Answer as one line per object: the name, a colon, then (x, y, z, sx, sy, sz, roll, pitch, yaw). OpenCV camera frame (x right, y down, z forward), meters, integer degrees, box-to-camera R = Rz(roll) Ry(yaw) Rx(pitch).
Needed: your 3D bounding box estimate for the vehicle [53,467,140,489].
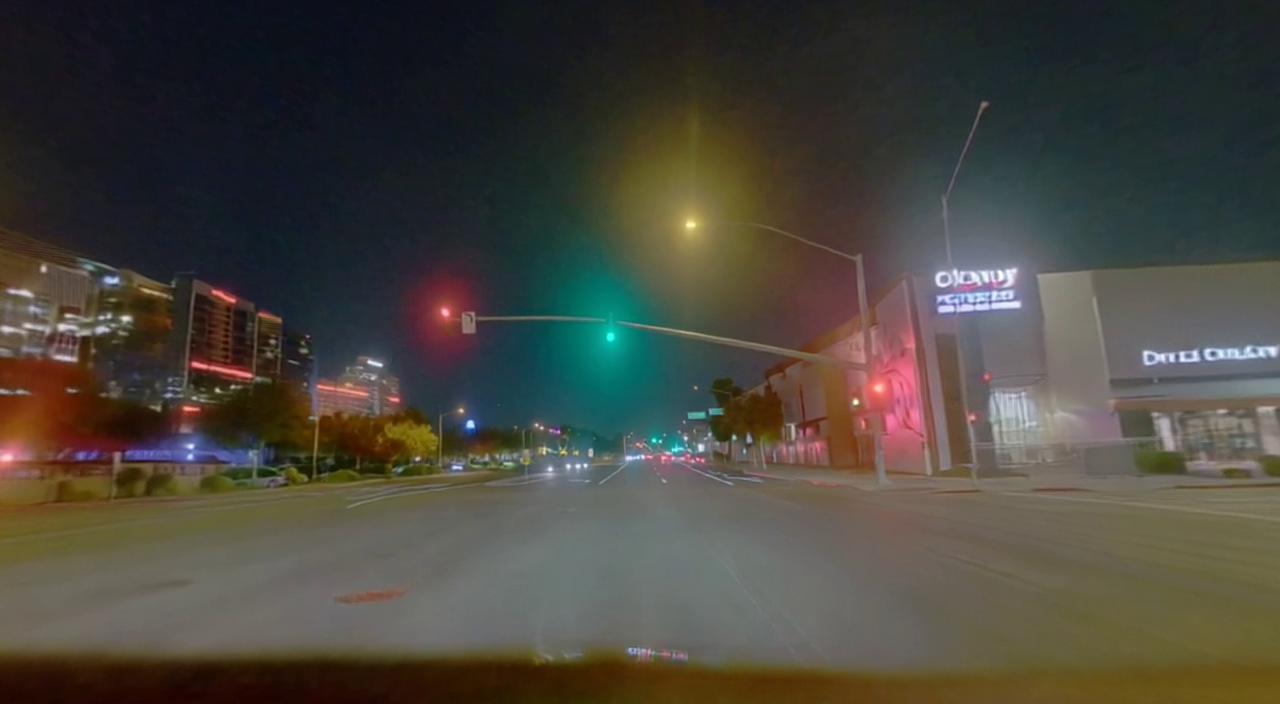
vehicle: (-41.506, 9.622, 48.312, 4.710, 1.453, 1.928, 0, -8, -2)

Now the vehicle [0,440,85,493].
vehicle: (-41.018, 7.402, 40.995, 7.220, 3.287, 2.764, 0, -8, 1)
